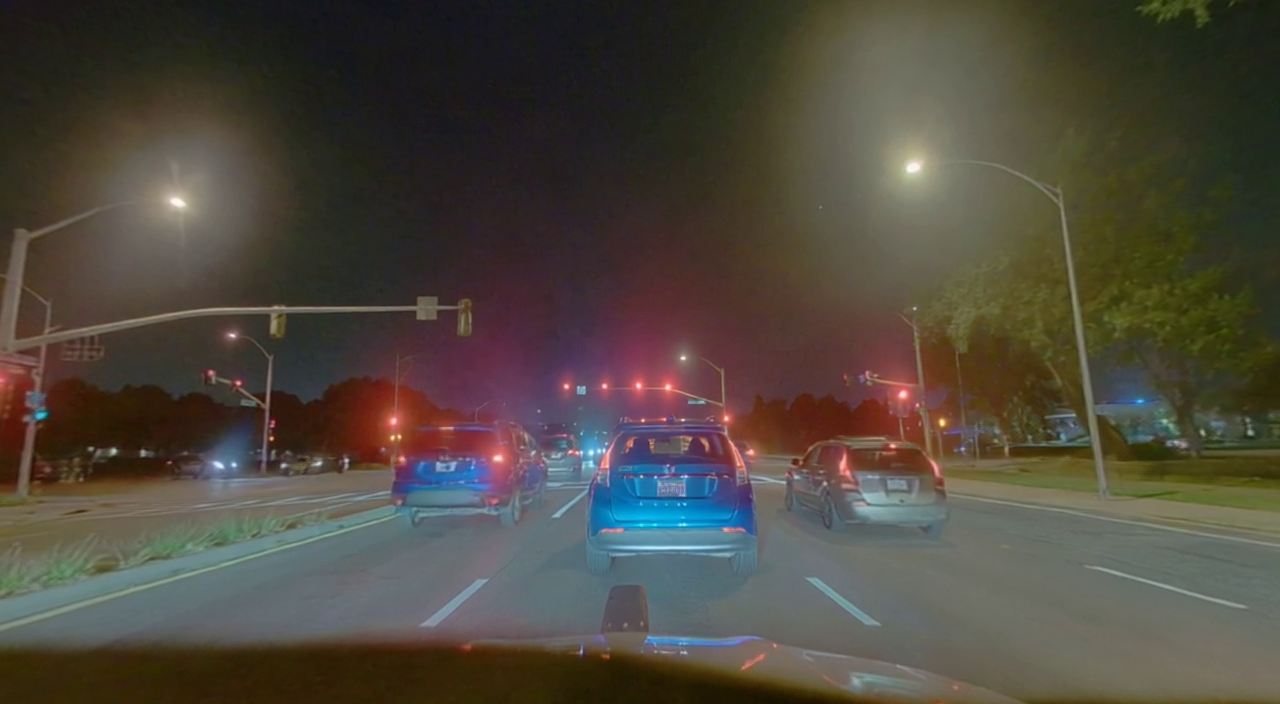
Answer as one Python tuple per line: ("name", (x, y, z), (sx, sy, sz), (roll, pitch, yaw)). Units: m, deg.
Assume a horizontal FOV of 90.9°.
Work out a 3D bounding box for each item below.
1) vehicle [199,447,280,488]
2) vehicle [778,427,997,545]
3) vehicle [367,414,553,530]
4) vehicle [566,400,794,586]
("vehicle", (-17.578, 4.988, 27.583), (4.395, 1.636, 1.926), (-8, -12, 44))
("vehicle", (3.815, 2.120, 10.635), (1.954, 1.592, 3.992), (0, -8, -2))
("vehicle", (-3.207, 2.270, 12.506), (2.209, 1.828, 4.847), (0, -9, 0))
("vehicle", (0.374, 1.669, 8.274), (2.172, 1.764, 4.338), (0, -8, 0))
